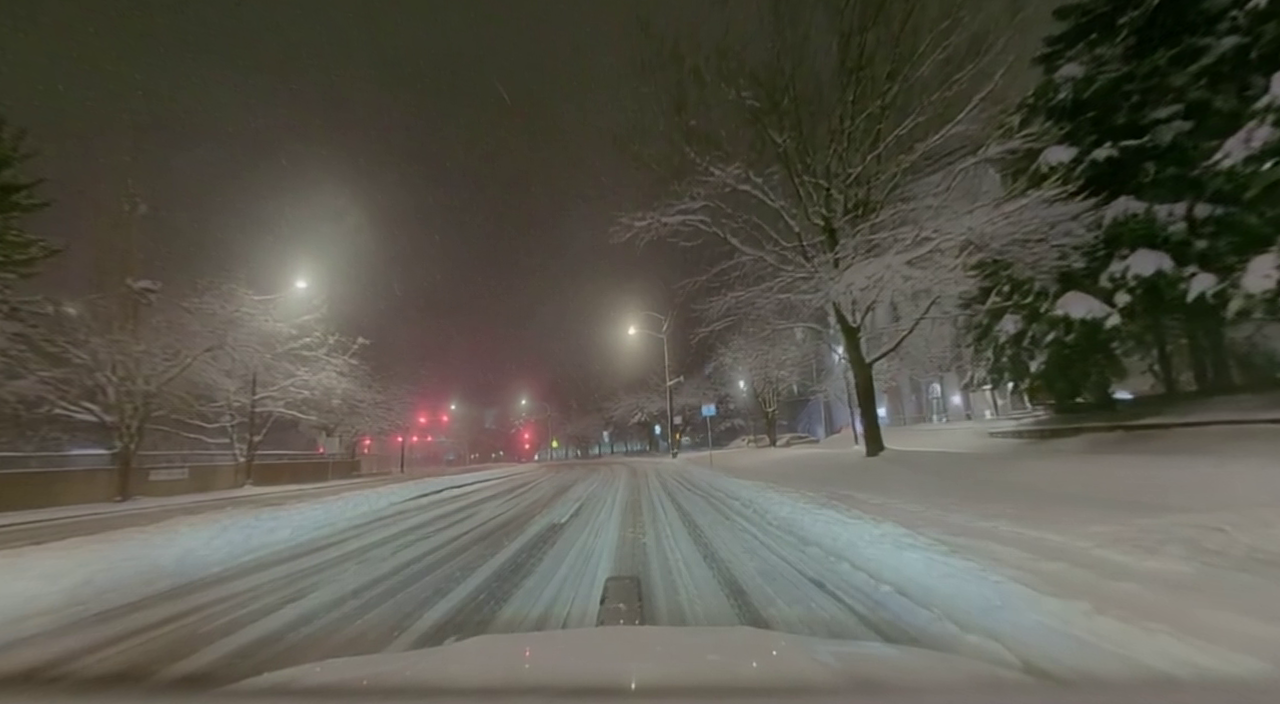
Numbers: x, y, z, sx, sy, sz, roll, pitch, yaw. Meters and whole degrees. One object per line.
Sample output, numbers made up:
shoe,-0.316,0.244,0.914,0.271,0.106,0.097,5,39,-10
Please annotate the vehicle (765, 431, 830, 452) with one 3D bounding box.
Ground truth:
vehicle,12.080,6.899,48.560,4.332,1.581,2.028,1,-8,-10
